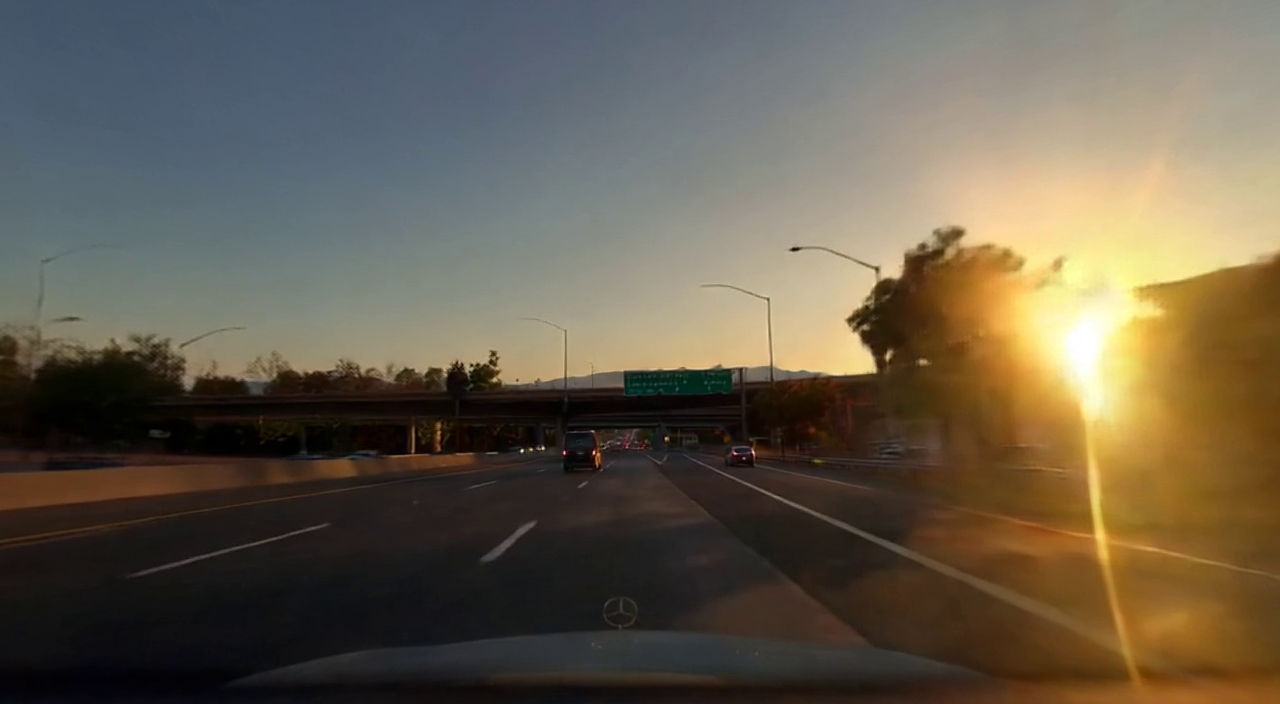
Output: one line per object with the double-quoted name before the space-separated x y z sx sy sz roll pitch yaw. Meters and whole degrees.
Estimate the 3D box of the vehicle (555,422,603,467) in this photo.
"vehicle" -4.192 6.590 44.974 2.881 2.937 7.045 0 -9 -2

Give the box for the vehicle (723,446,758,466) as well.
"vehicle" 7.713 8.013 48.932 2.035 1.491 4.246 0 -9 1
